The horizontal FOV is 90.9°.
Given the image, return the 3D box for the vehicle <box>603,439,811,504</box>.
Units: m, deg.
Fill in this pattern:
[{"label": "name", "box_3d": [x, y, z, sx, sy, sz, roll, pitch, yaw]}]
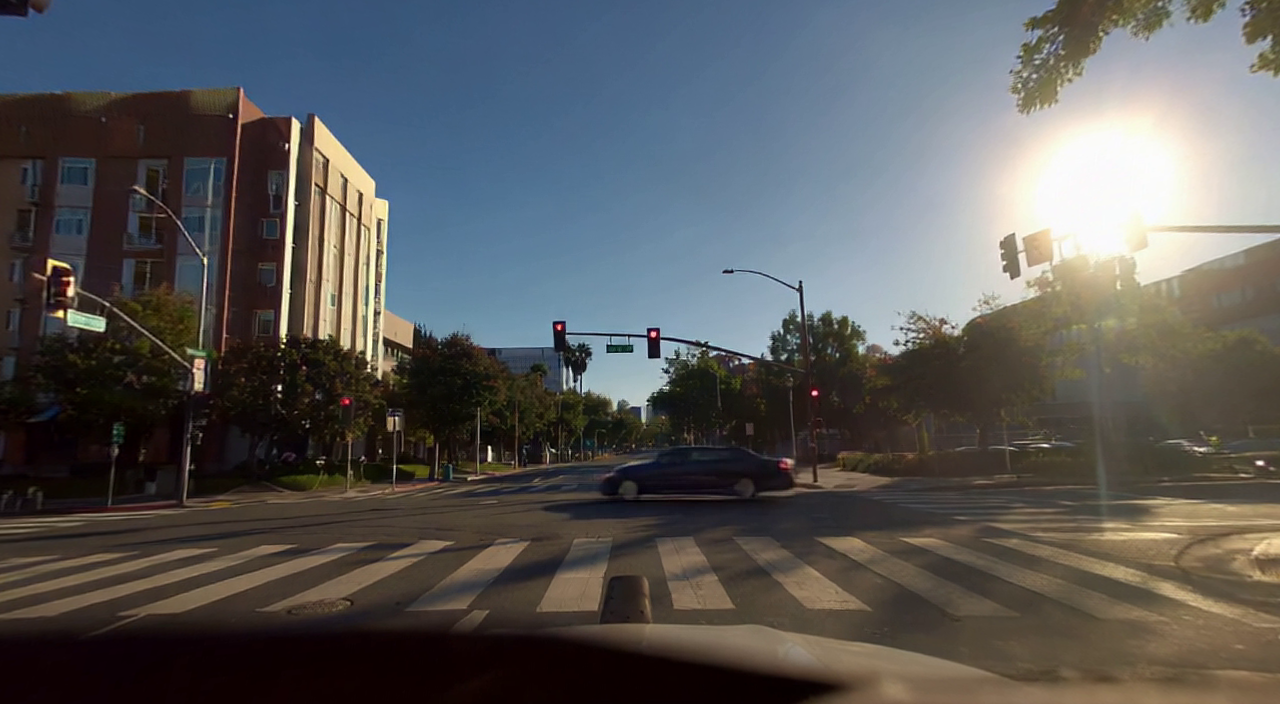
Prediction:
[{"label": "vehicle", "box_3d": [1.571, 2.953, 15.786, 4.847, 1.484, 1.926, 0, -8, 1]}]
